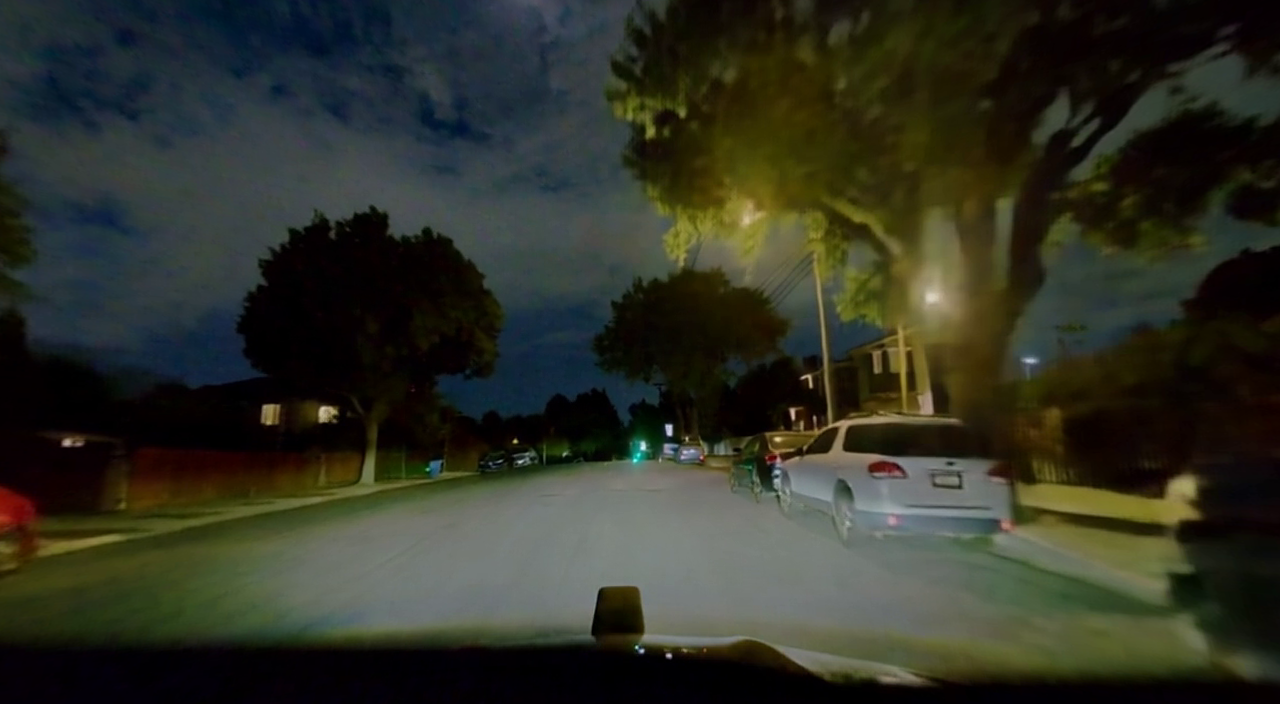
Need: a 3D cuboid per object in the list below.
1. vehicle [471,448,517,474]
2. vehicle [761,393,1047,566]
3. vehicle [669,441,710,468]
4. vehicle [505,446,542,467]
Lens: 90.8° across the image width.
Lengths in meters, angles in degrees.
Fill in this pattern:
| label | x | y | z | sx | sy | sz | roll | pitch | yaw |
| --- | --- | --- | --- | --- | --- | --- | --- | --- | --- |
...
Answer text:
| label | x | y | z | sx | sy | sz | roll | pitch | yaw |
| --- | --- | --- | --- | --- | --- | --- | --- | --- | --- |
| vehicle | -8.795 | 6.581 | 38.479 | 1.937 | 1.427 | 4.510 | 0 | -8 | -3 |
| vehicle | 3.149 | 1.635 | 8.807 | 1.928 | 1.751 | 4.537 | 0 | -8 | -1 |
| vehicle | 2.929 | 6.224 | 38.426 | 1.927 | 1.529 | 4.144 | 0 | -8 | -3 |
| vehicle | -9.121 | 8.188 | 49.754 | 2.027 | 1.584 | 4.476 | 0 | -8 | 1 |
